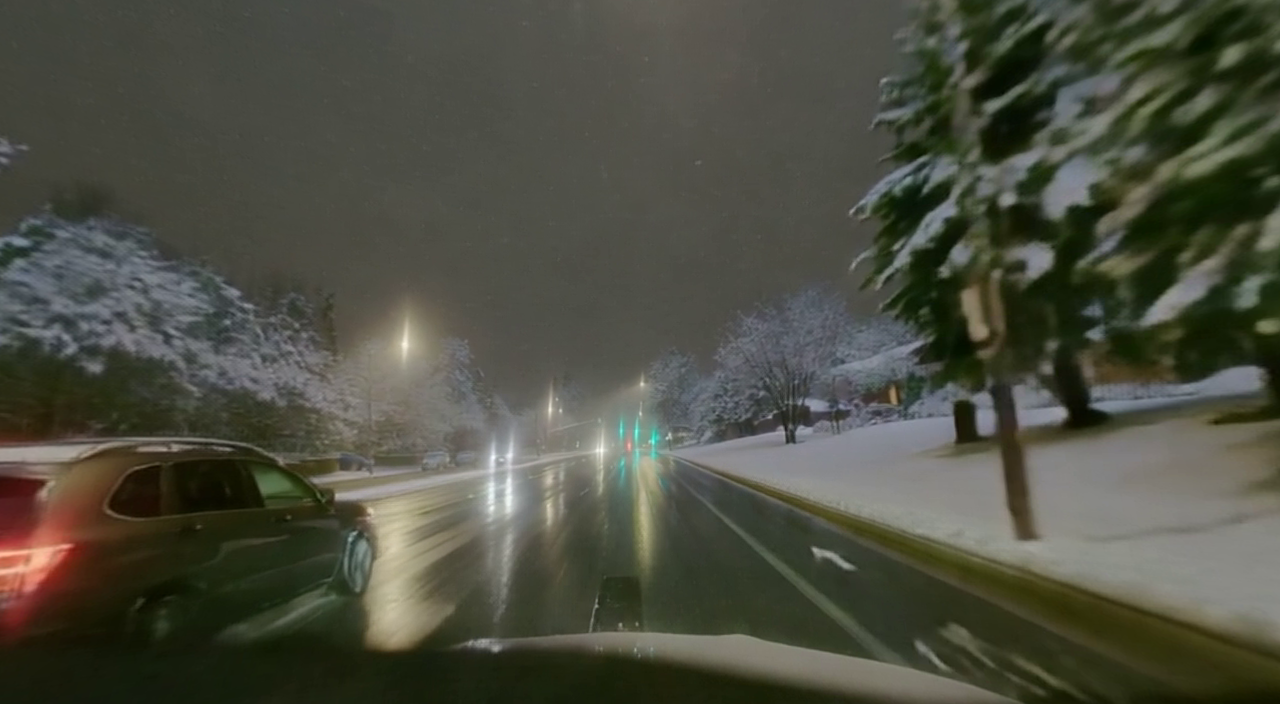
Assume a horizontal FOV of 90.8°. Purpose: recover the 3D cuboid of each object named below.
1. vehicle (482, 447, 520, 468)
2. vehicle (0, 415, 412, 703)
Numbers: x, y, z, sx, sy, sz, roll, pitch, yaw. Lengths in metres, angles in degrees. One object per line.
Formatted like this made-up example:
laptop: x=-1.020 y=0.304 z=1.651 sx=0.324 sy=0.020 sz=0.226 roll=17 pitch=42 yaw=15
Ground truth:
vehicle: x=-10.389 y=7.915 z=47.550 sx=1.800 sy=1.449 sz=4.260 roll=-1 pitch=-8 yaw=2
vehicle: x=-3.318 y=1.218 z=3.899 sx=2.020 sy=1.478 sz=4.890 roll=0 pitch=-8 yaw=0
